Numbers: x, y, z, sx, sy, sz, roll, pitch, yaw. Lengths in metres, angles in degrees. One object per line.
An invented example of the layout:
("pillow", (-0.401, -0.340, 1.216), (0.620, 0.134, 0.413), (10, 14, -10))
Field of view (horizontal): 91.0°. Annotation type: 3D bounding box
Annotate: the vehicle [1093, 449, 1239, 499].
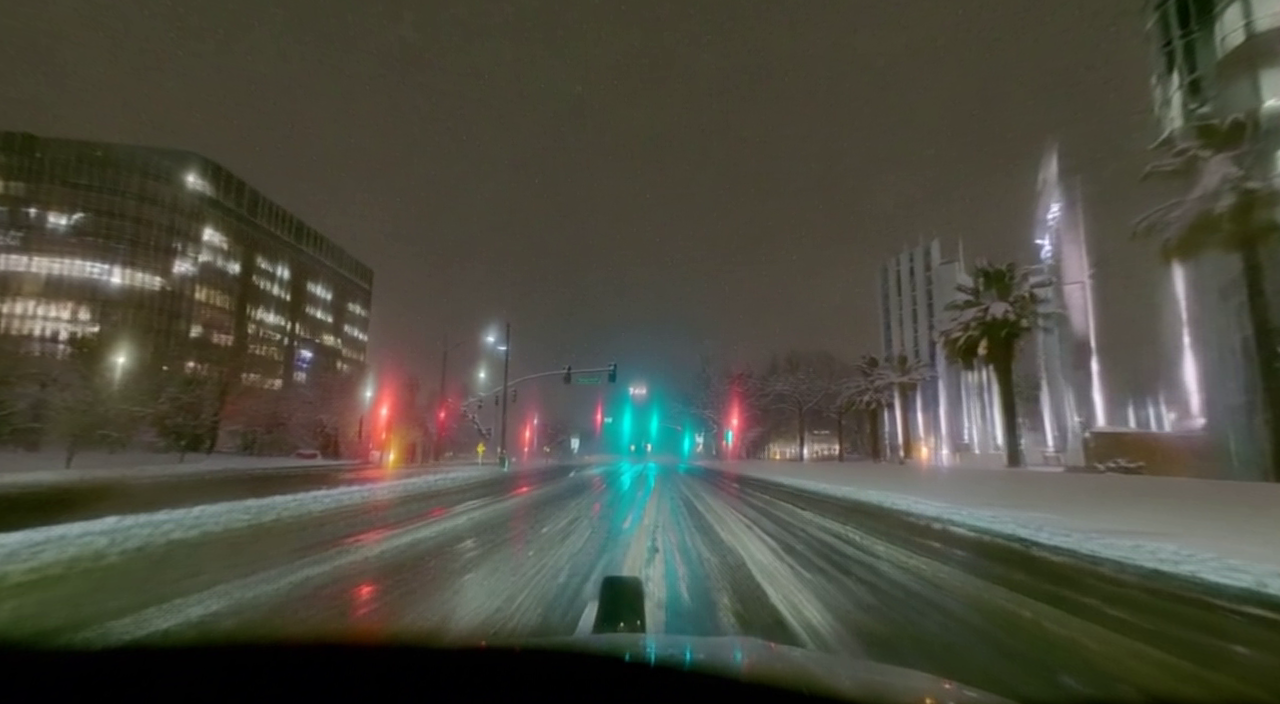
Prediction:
("vehicle", (28.988, 6.913, 35.115), (2.599, 2.380, 6.013), (-1, -14, -2))
